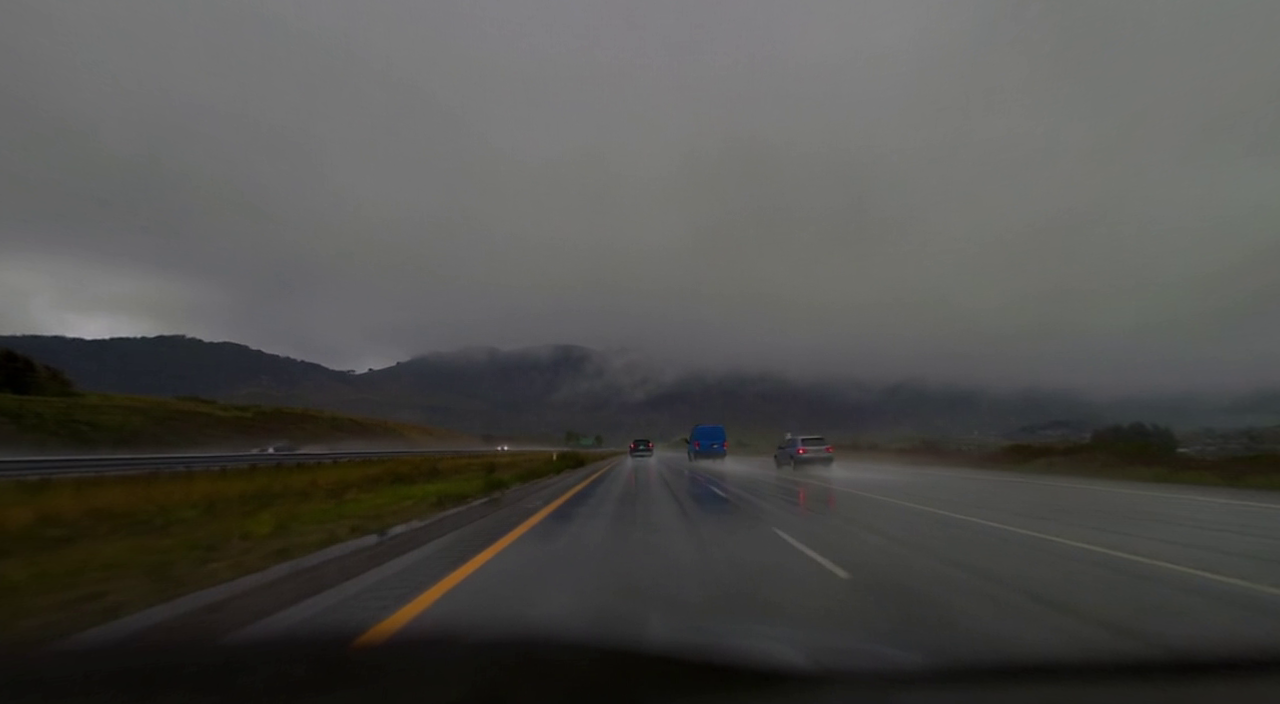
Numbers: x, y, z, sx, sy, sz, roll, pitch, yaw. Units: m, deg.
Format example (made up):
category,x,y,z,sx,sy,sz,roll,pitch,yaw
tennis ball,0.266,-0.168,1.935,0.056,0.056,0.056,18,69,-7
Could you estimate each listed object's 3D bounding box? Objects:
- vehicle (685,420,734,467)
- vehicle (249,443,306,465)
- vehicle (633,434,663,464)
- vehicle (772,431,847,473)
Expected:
category,x,y,z,sx,sy,sz,roll,pitch,yaw
vehicle,4.156,5.651,38.900,2.302,2.670,6.176,0,-8,0
vehicle,-28.196,7.924,49.246,1.838,1.598,4.428,0,-8,0
vehicle,0.530,7.275,47.311,2.131,2.122,4.473,0,-8,-1
vehicle,8.188,4.888,31.031,2.240,1.925,4.854,0,-8,-1
